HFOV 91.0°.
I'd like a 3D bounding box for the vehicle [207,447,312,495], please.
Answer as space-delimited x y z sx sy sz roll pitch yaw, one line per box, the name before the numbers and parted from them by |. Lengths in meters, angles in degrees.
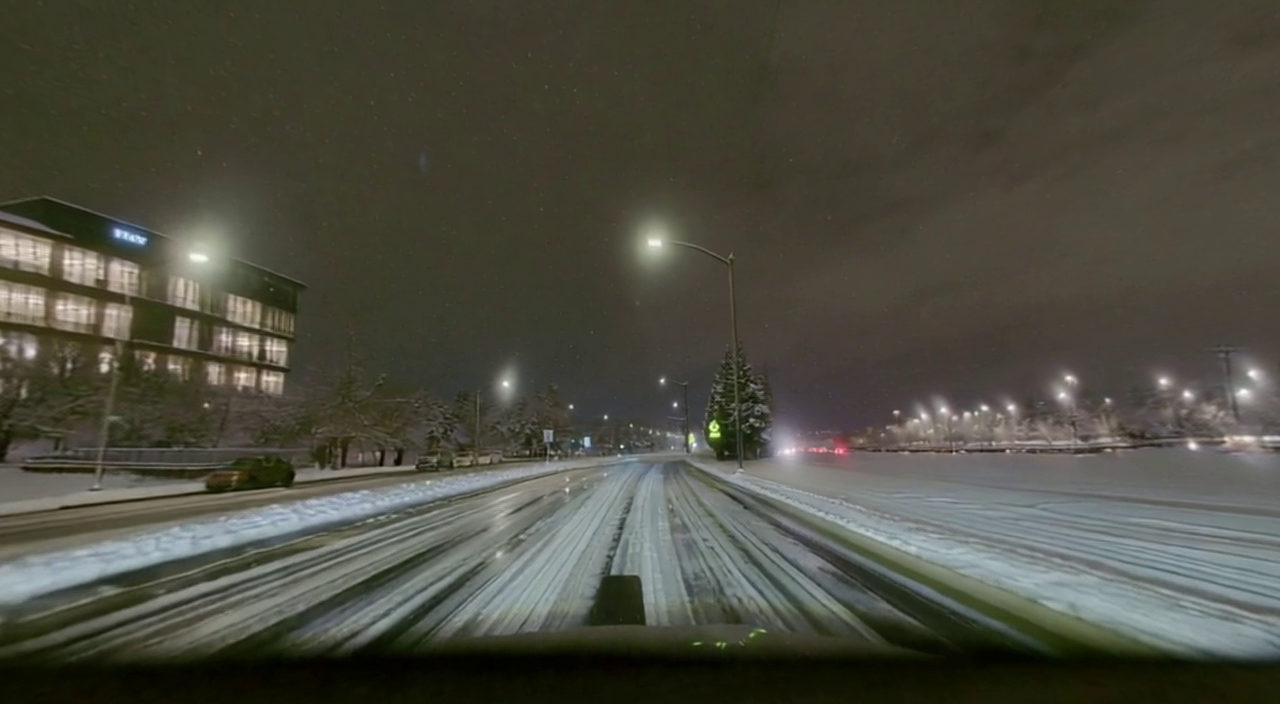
vehicle | -18.745 5.843 31.389 2.047 1.914 5.061 -3 -7 1
